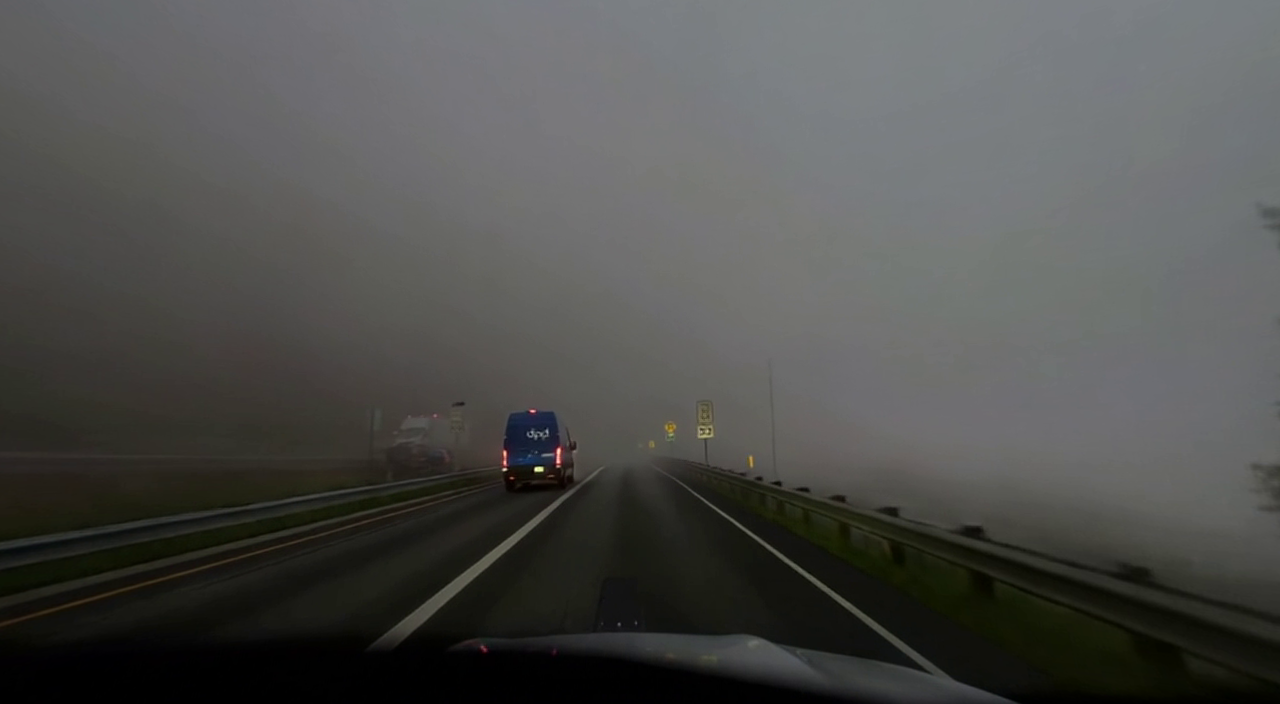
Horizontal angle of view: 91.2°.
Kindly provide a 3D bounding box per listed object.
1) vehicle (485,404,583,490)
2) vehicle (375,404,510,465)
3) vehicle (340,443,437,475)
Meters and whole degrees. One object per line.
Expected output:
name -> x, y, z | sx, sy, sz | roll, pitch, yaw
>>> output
vehicle -> -3.617, 3.507, 23.118 | 2.463, 2.640, 7.034 | 0, -9, -1
vehicle -> -14.379, 6.074, 45.429 | 10.047, 3.953, 3.340 | -6, -10, 31
vehicle -> -12.901, 5.504, 32.460 | 4.396, 1.557, 1.952 | 2, -9, -14
